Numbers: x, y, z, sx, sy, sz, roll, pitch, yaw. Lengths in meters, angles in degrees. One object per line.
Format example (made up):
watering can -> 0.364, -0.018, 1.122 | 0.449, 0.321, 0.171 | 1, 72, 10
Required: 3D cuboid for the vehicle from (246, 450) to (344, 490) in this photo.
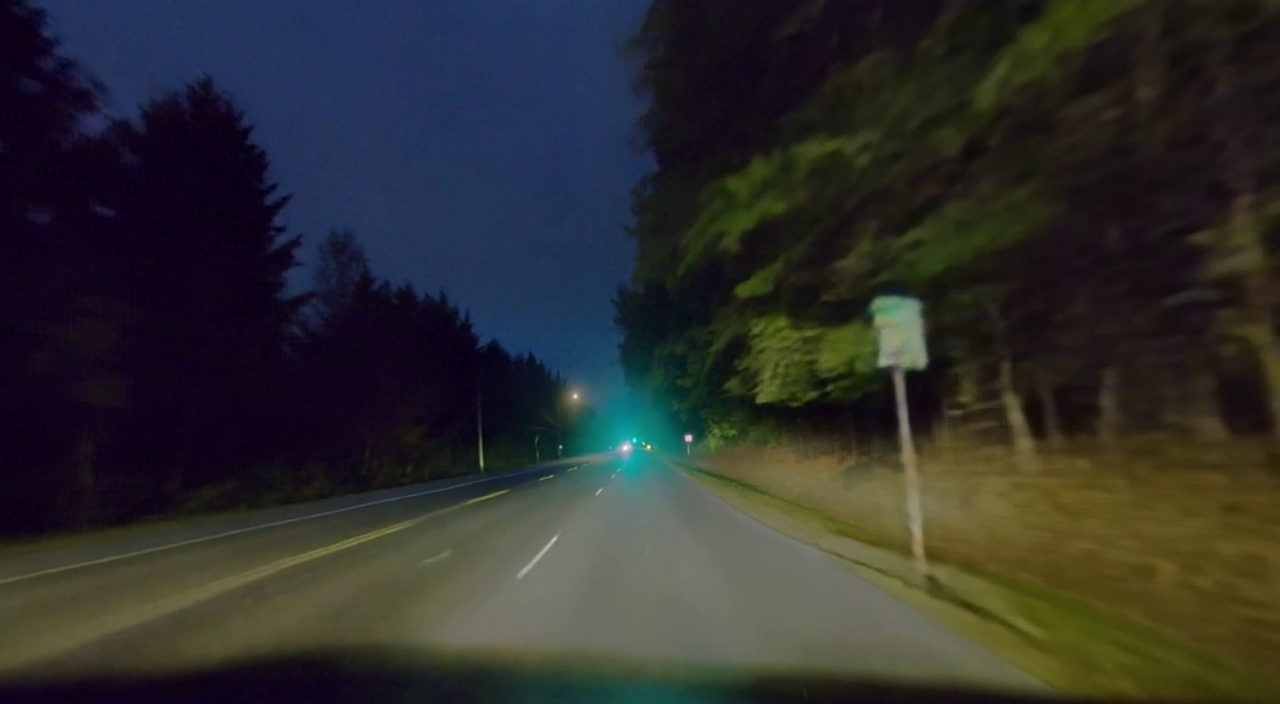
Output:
vehicle -> -20.569, 7.016, 37.782 | 4.655, 1.832, 2.227 | -6, -8, 2
